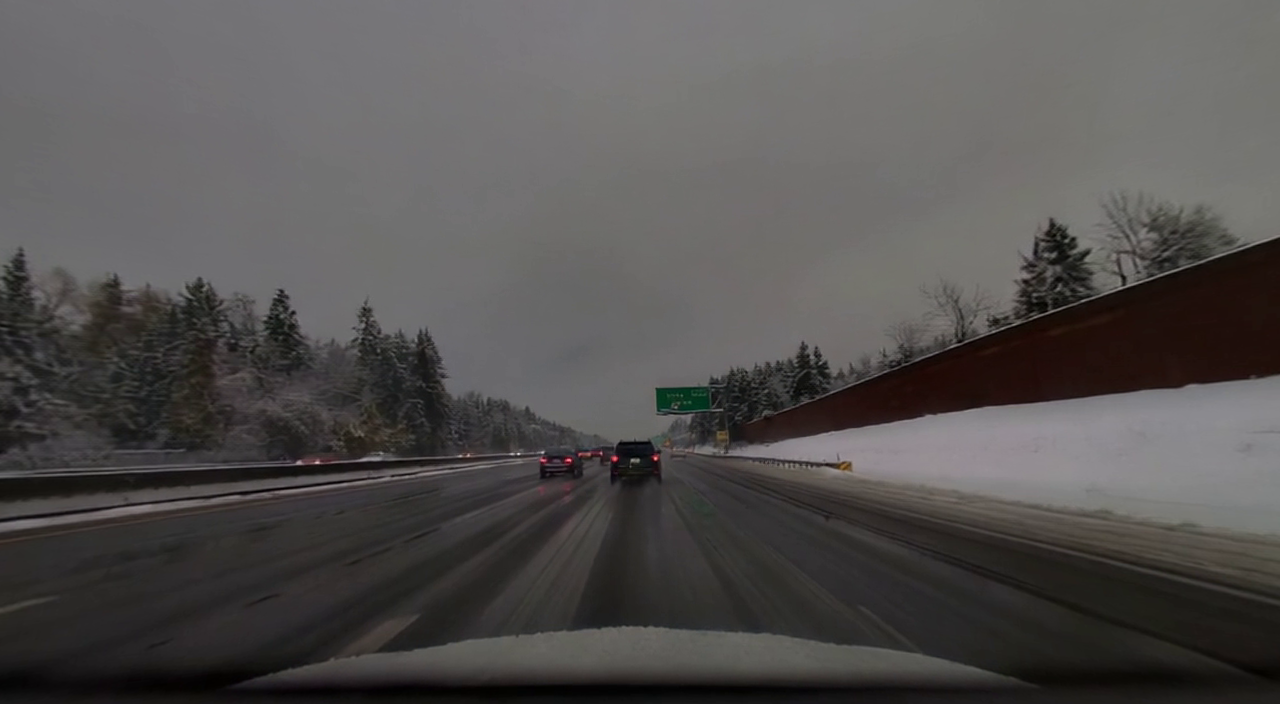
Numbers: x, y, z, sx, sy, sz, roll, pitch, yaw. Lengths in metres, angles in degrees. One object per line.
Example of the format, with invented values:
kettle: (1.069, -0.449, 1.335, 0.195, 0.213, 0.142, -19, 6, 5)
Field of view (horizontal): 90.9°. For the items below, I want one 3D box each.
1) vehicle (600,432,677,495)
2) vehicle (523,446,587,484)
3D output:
vehicle: (-0.017, 3.535, 20.350, 2.233, 1.804, 4.273, 0, -9, 1)
vehicle: (-3.442, 4.647, 26.298, 1.967, 1.442, 4.143, 0, -9, 2)
